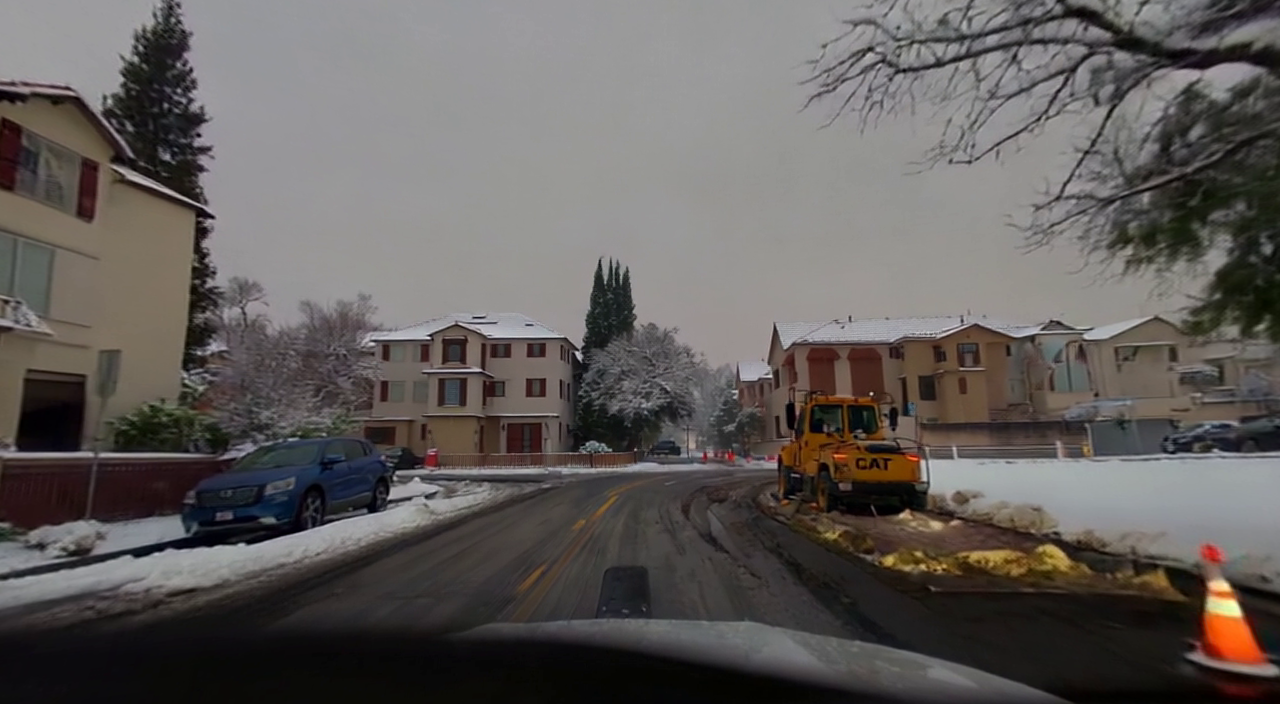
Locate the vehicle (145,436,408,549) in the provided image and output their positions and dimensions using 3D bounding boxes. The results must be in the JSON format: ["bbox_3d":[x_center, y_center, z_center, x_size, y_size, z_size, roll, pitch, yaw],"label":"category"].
[{"bbox_3d":[-6.621,2.537,12.367,2.220,1.765,4.799,0,-8,1],"label":"vehicle"}]

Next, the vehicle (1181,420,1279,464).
[{"bbox_3d":[24.443,3.486,24.671,4.540,1.558,1.980,-2,-8,1],"label":"vehicle"}]

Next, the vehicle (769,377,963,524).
[{"bbox_3d":[4.444,2.024,13.172,2.501,2.613,3.505,0,-9,-3],"label":"vehicle"}]
